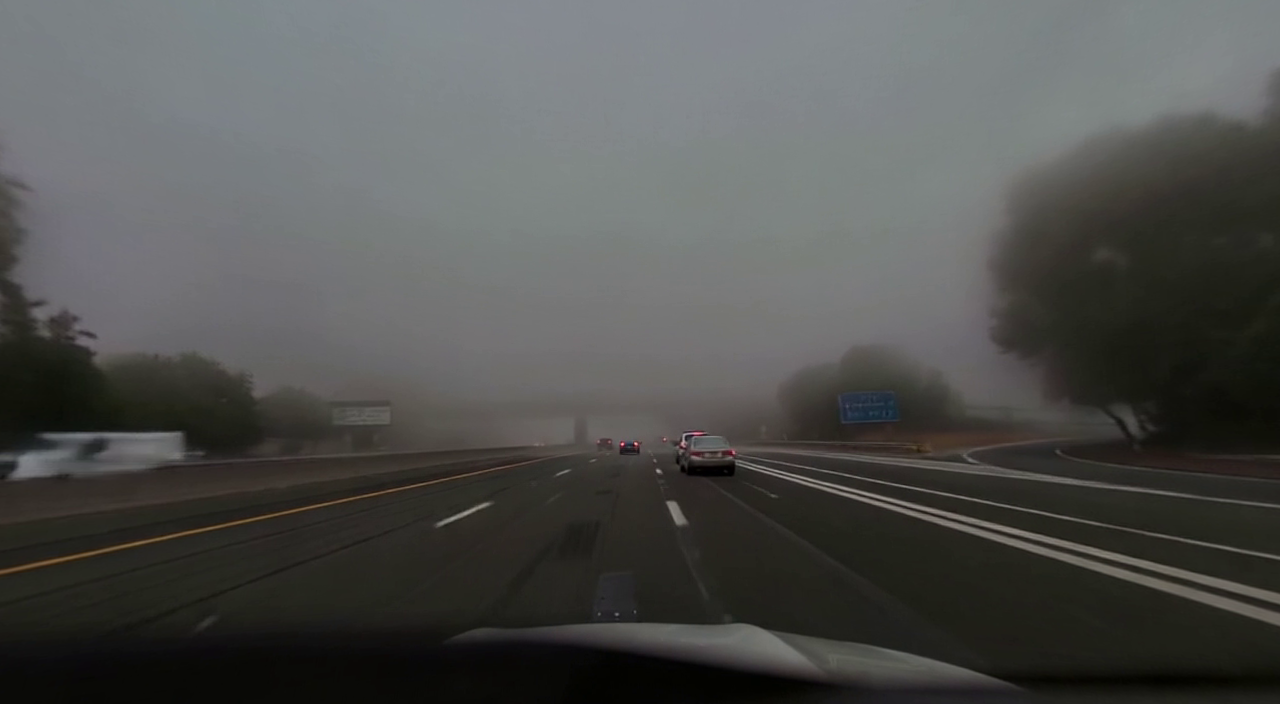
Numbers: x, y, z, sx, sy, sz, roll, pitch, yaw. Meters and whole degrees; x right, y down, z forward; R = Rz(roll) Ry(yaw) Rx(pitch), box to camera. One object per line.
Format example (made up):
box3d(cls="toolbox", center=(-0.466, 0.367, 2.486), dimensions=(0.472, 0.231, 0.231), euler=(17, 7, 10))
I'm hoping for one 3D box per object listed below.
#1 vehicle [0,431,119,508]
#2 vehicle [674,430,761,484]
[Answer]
box3d(cls="vehicle", center=(-13.420, 2.371, 12.934), dimensions=(1.861, 1.490, 4.157), euler=(0, -8, 0))
box3d(cls="vehicle", center=(2.523, 3.585, 21.982), dimensions=(2.240, 1.646, 4.949), euler=(1, -8, -2))
